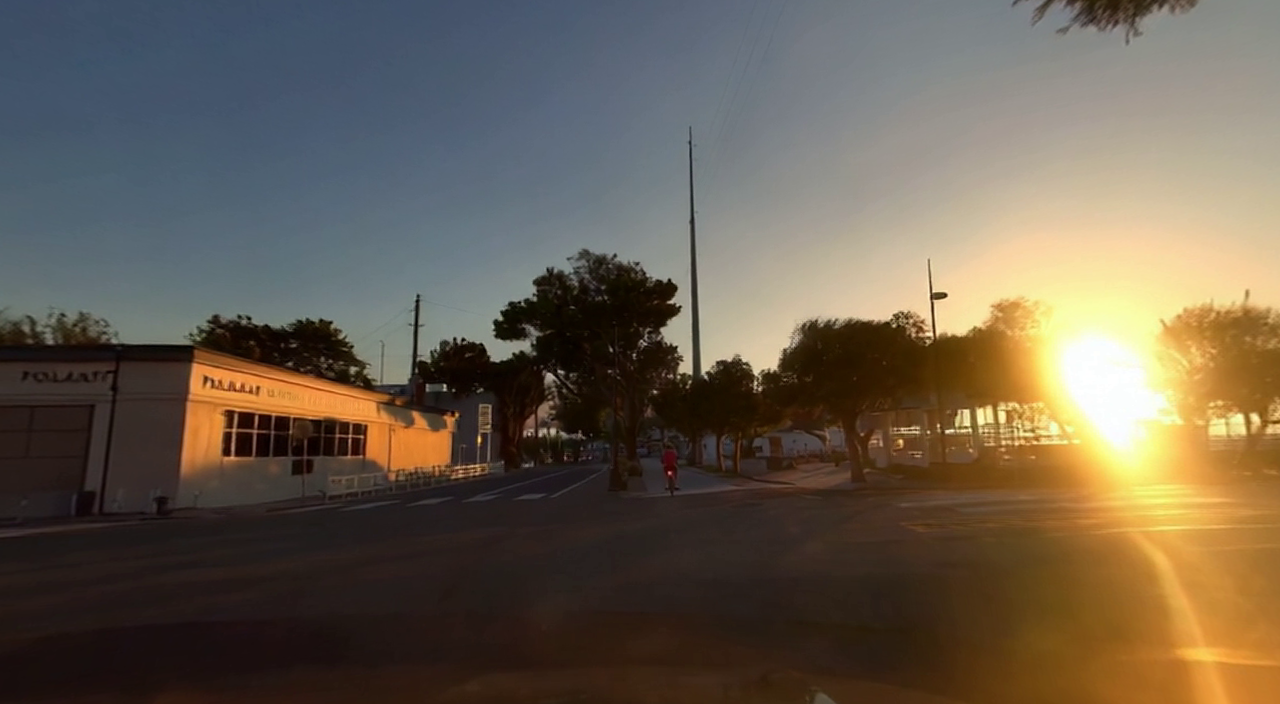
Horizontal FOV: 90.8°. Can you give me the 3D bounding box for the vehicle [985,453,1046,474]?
[{"bbox_3d":[28.871,8.576,48.613,3.794,1.403,1.636,-1,-9,-12],"label":"vehicle"}]
